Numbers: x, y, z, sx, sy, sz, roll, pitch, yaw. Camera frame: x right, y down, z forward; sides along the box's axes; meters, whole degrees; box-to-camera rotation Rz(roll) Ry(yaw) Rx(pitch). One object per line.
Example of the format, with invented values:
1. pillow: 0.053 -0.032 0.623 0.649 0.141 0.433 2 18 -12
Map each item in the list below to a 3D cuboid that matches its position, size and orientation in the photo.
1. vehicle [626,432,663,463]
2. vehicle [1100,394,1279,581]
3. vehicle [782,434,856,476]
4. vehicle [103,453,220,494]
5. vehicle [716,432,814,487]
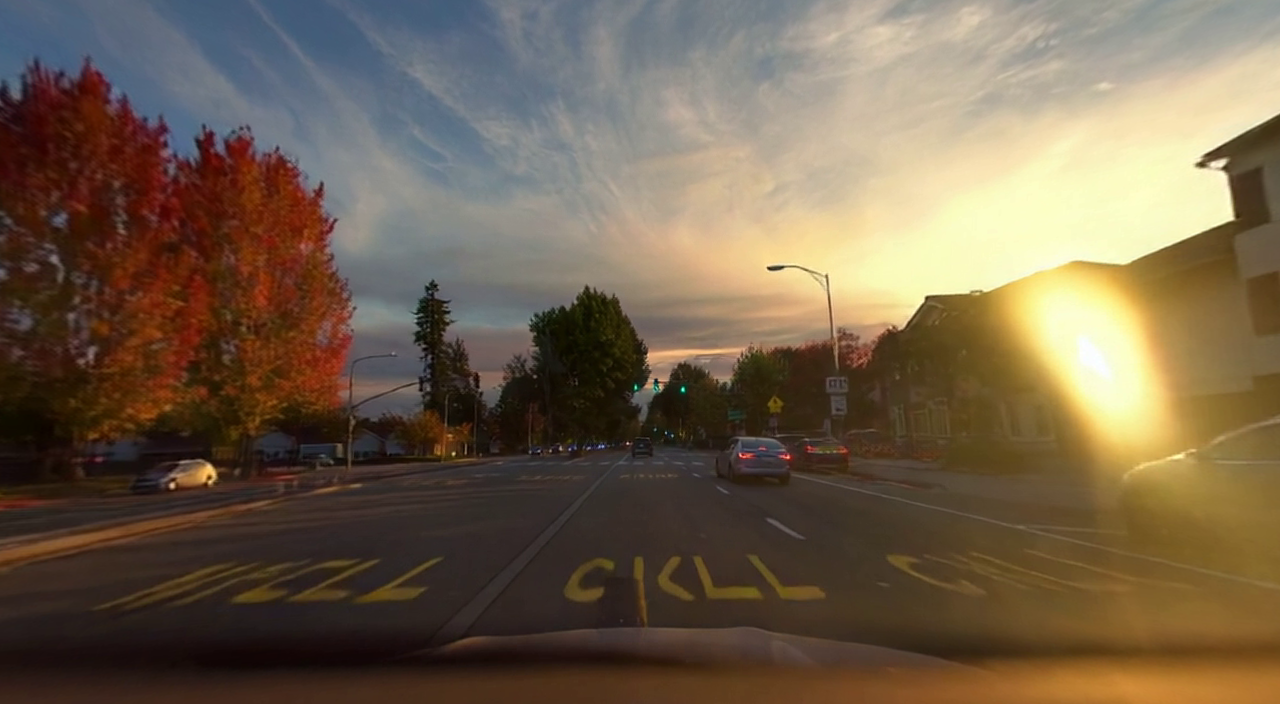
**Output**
1. vehicle: 0.273 6.165 40.715 2.239 1.856 4.815 0 -8 0
2. vehicle: 7.331 1.310 6.062 2.128 1.804 4.825 0 -8 0
3. vehicle: 7.343 4.250 26.252 1.876 1.598 4.171 0 -8 1
4. vehicle: -22.307 5.643 29.621 1.915 1.686 4.422 0 -8 1
5. vehicle: 3.795 3.361 19.990 2.178 1.546 4.311 0 -8 0
